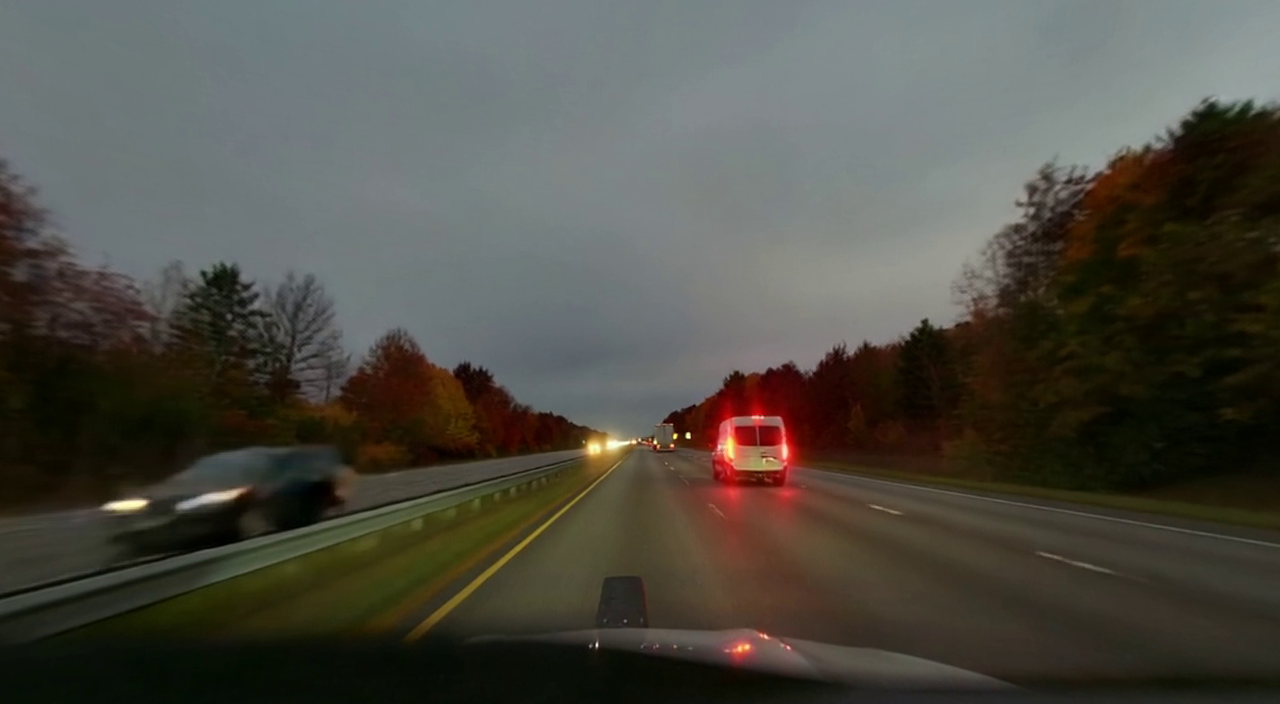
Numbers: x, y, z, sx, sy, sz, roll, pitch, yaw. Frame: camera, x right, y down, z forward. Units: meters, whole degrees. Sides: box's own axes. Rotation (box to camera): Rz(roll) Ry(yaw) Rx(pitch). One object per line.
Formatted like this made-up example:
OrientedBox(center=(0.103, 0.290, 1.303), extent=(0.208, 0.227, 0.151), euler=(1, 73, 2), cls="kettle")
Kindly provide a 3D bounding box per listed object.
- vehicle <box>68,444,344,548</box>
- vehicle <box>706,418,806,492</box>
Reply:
OrientedBox(center=(-7.474, 2.450, 11.550), extent=(1.872, 1.518, 4.401), euler=(0, -8, 1), cls="vehicle")
OrientedBox(center=(3.633, 3.360, 20.846), extent=(2.291, 2.112, 5.052), euler=(0, -8, 0), cls="vehicle")
